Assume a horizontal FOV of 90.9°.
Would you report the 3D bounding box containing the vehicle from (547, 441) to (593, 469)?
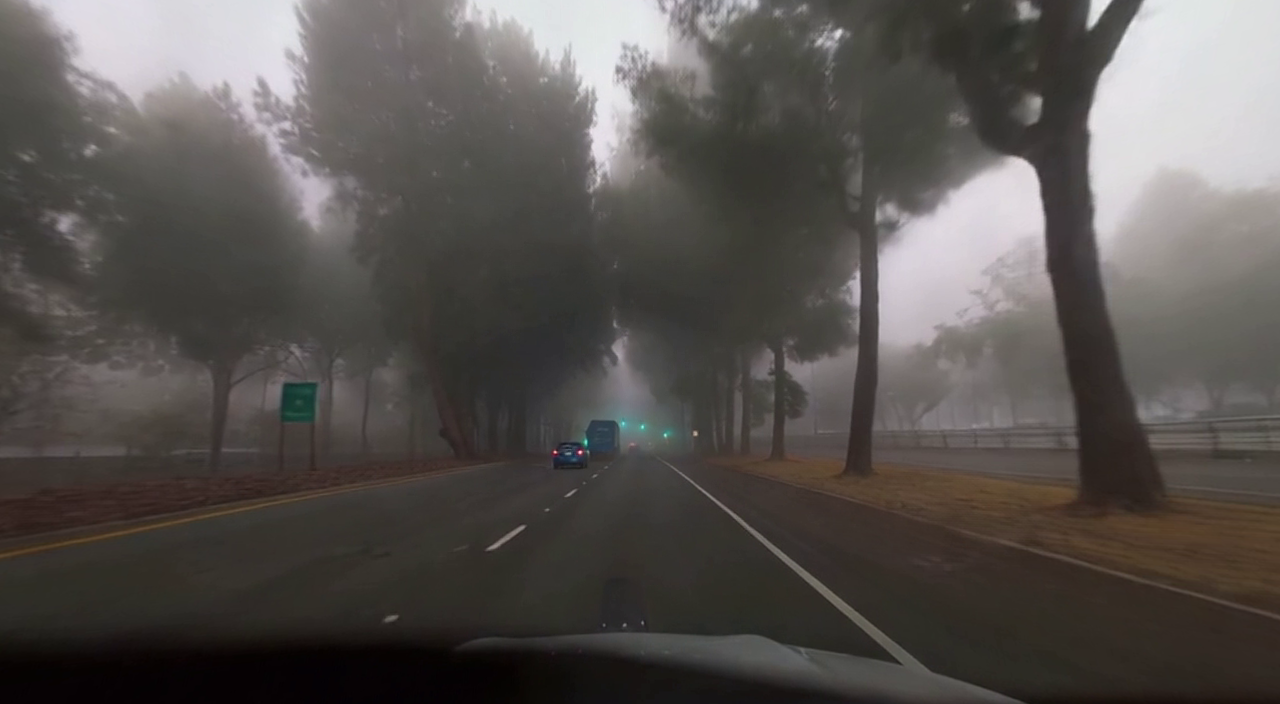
[{"bbox_3d":[-3.831,5.699,35.218,2.005,1.462,4.345,0,-8,1],"label":"vehicle"}]
